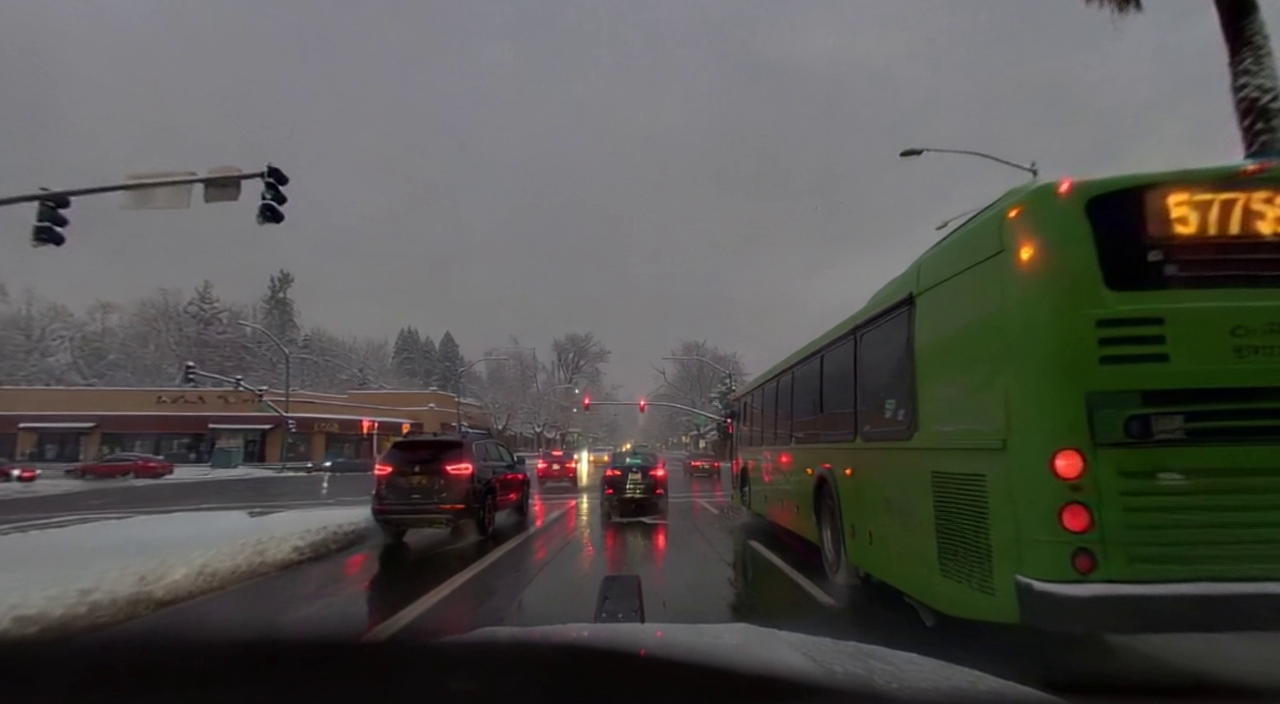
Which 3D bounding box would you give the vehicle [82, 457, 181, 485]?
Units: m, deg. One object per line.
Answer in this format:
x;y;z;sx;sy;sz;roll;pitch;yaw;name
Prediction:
-34.699;8.146;43.246;4.872;1.622;2.022;-1;-9;-7;vehicle

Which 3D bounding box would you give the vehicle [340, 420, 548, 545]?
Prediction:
-3.263;2.315;11.881;2.145;1.824;4.974;-1;-9;2;vehicle

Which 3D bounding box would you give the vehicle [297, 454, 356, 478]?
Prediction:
-23.325;8.446;46.960;4.679;1.679;1.899;-7;-11;37;vehicle

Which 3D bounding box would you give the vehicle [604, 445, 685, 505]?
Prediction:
0.158;3.429;17.989;2.060;1.499;3.831;0;-9;1;vehicle

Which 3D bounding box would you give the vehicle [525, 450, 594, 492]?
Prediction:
-2.938;4.435;23.902;1.919;1.415;4.178;-1;-9;2;vehicle

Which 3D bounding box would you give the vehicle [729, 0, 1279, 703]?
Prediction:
3.842;0.817;9.721;3.068;4.026;13.534;0;-9;0;vehicle

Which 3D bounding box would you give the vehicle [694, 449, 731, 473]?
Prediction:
4.709;7.163;41.603;1.989;1.467;4.364;0;-9;1;vehicle
